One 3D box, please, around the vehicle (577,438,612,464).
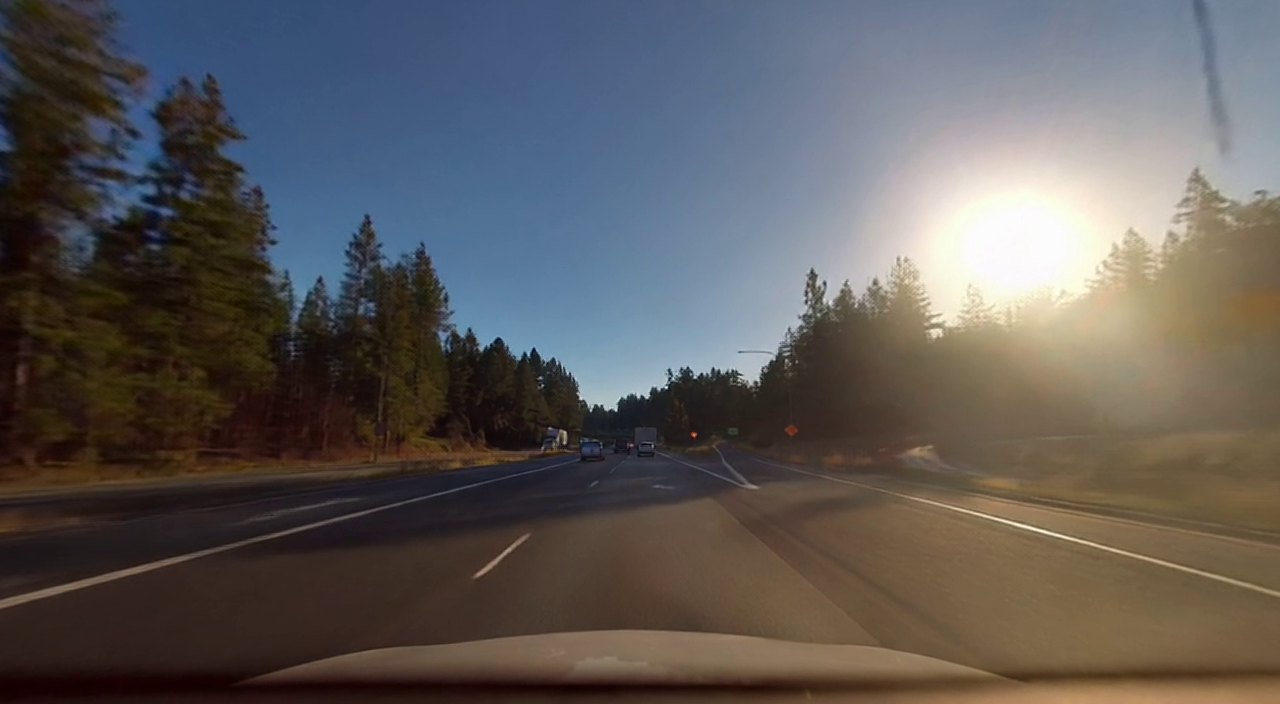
[{"bbox_3d":[-3.260,7.200,45.927,2.129,1.742,4.217,-1,-8,2],"label":"vehicle"}]
